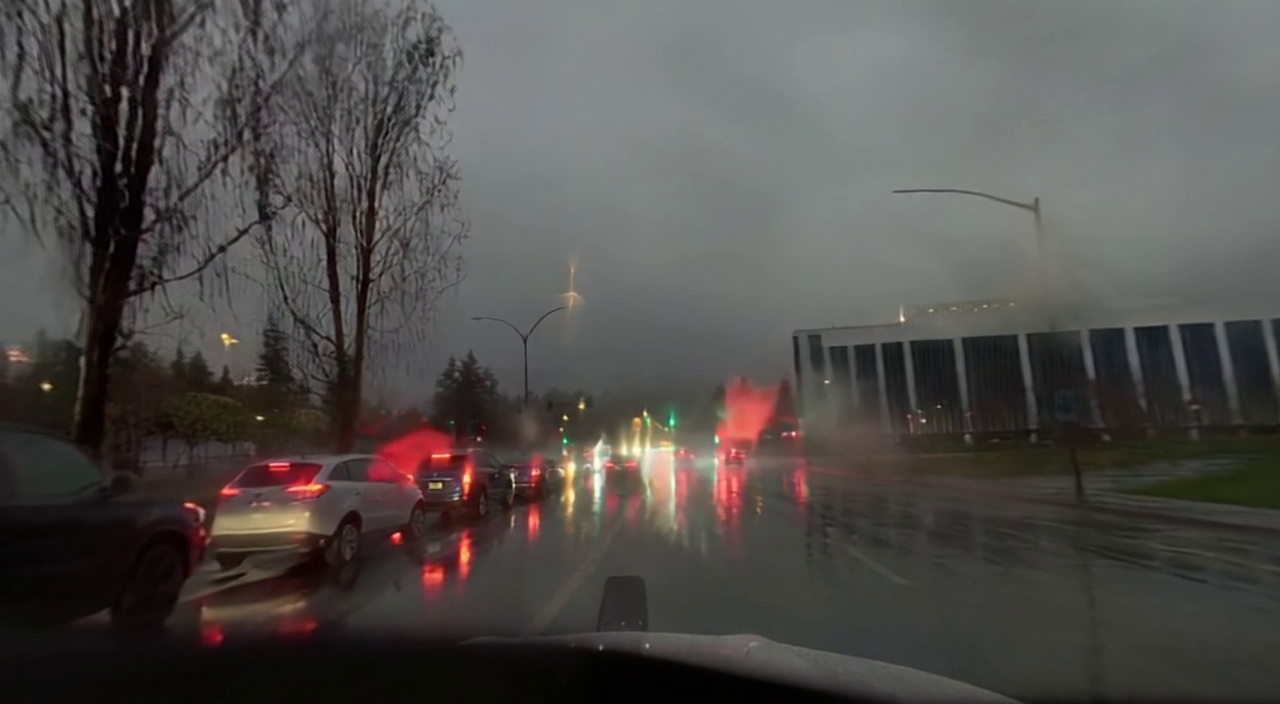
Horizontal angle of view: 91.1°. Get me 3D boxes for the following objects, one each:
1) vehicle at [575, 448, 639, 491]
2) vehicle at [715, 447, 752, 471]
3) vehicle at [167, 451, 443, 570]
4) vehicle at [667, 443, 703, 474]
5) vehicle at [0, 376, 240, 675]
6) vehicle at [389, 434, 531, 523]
[{"bbox_3d":[-1.211,4.670,25.395,2.205,1.537,4.895,0,-8,1],"label":"vehicle"},{"bbox_3d":[6.858,7.864,46.370,2.120,1.497,4.323,-4,-9,2],"label":"vehicle"},{"bbox_3d":[-5.269,2.501,10.871,1.868,1.514,4.870,0,-8,3],"label":"vehicle"},{"bbox_3d":[2.799,6.562,39.030,2.102,1.815,4.716,-1,-8,4],"label":"vehicle"},{"bbox_3d":[-5.530,1.236,4.549,2.142,2.061,4.750,0,-9,-1],"label":"vehicle"},{"bbox_3d":[-4.674,3.325,17.116,2.142,1.834,4.588,-7,-9,4],"label":"vehicle"}]
